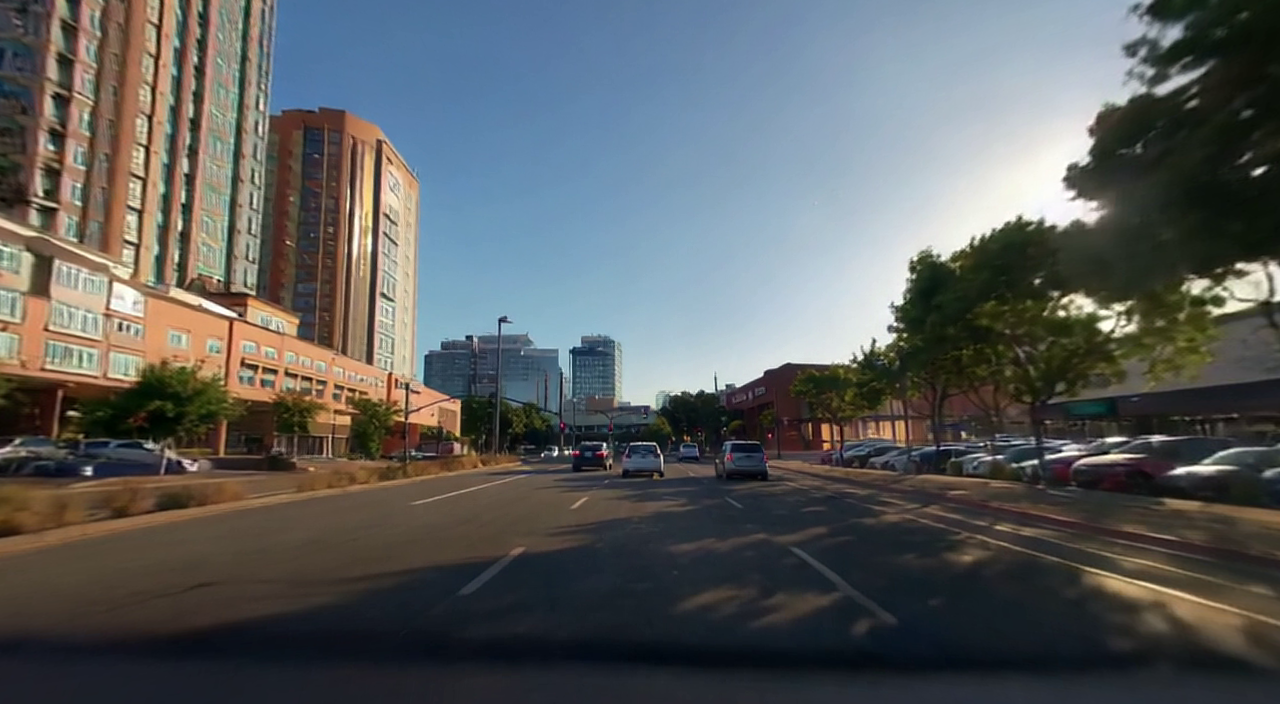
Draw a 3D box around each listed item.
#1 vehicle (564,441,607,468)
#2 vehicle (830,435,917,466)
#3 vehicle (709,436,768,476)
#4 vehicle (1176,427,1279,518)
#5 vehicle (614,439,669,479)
[{"bbox_3d":[-3.204,6.082,37.723,2.029,1.482,4.591,0,-8,2],"label":"vehicle"},{"bbox_3d":[15.192,6.429,41.145,4.775,1.728,1.996,-2,-9,0],"label":"vehicle"},{"bbox_3d":[4.480,4.776,29.178,2.007,1.683,4.171,0,-8,0],"label":"vehicle"},{"bbox_3d":[13.521,2.441,13.146,4.346,1.667,2.022,5,-10,-29],"label":"vehicle"},{"bbox_3d":[0.063,4.316,25.741,2.059,1.477,3.988,0,-8,1],"label":"vehicle"}]
